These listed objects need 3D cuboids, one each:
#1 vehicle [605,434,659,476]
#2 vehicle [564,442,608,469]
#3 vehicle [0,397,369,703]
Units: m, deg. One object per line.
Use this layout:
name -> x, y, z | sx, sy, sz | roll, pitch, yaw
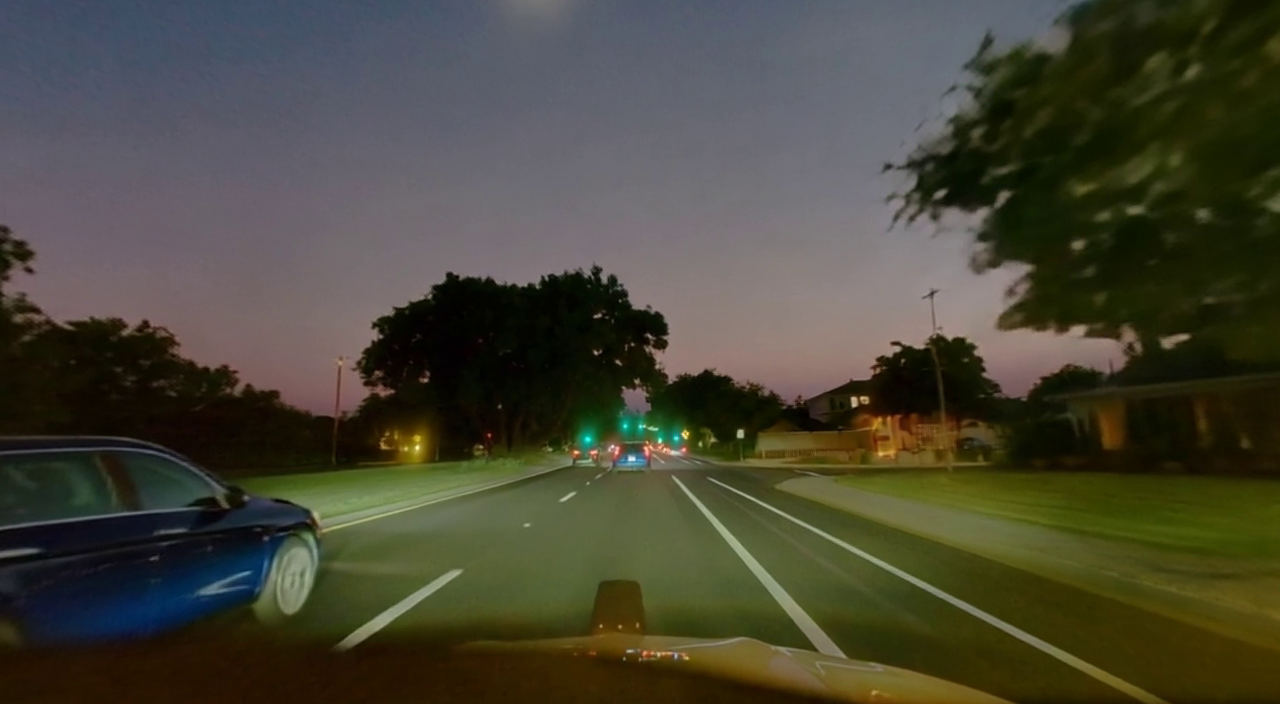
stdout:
vehicle -> -0.308, 4.574, 28.060 | 2.220, 1.742, 4.047 | 0, -8, 1
vehicle -> -3.035, 5.920, 36.139 | 2.032, 1.433, 4.458 | 0, -8, 1
vehicle -> -3.688, 1.051, 3.426 | 2.105, 1.469, 4.978 | 0, -8, 1
